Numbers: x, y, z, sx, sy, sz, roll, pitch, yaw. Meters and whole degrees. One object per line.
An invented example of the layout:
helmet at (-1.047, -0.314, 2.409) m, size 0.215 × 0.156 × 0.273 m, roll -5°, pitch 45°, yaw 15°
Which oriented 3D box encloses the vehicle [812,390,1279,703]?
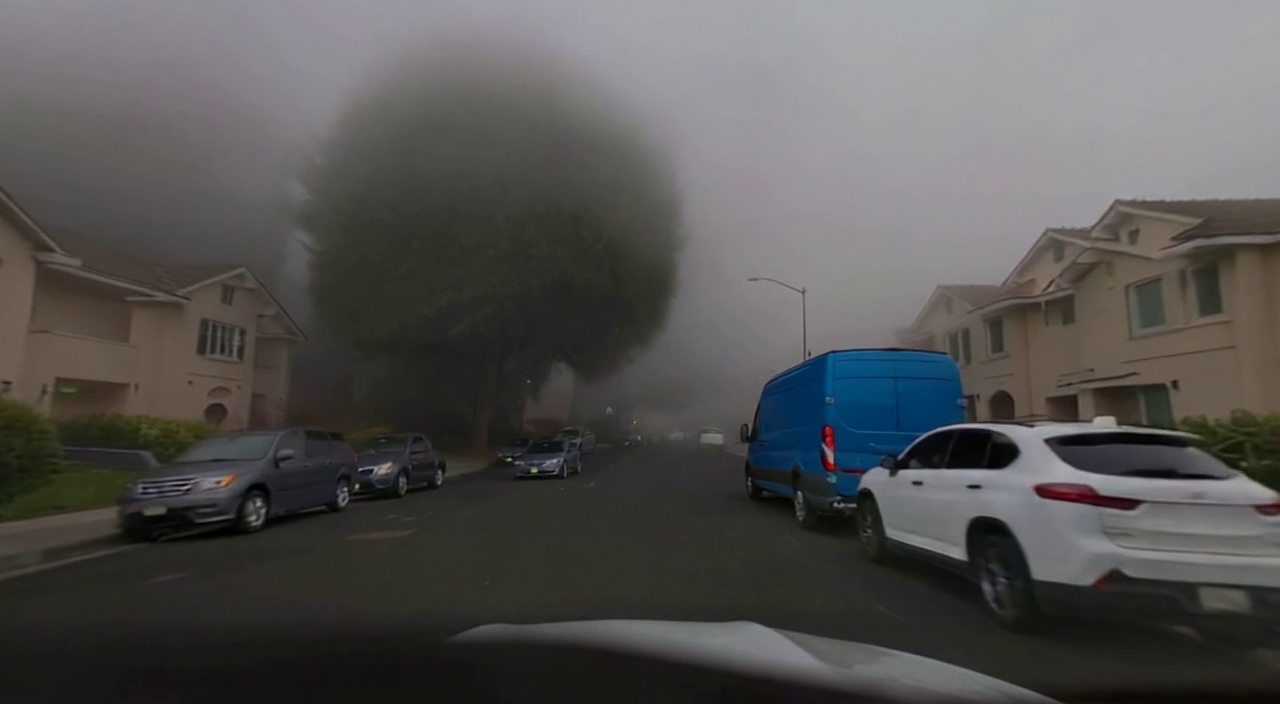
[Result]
vehicle at (2.984, 1.228, 5.239) m, size 1.955 × 1.500 × 4.410 m, roll 0°, pitch -8°, yaw 1°

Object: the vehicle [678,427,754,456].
vehicle at (4.725, 5.574, 39.226) m, size 4.317 × 1.453 × 1.889 m, roll 0°, pitch -8°, yaw -29°

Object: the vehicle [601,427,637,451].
vehicle at (-1.569, 6.747, 49.120) m, size 1.953 × 1.550 × 4.142 m, roll -5°, pitch -7°, yaw 8°

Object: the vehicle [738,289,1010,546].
vehicle at (3.296, 1.183, 10.835) m, size 2.317 × 3.096 × 6.383 m, roll 0°, pitch -8°, yaw 2°

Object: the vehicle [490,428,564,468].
vehicle at (-4.571, 3.950, 26.100) m, size 1.941 × 1.515 × 3.995 m, roll -1°, pitch -8°, yaw 6°

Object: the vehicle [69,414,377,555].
vehicle at (-5.653, 1.739, 9.218) m, size 1.834 × 1.532 × 3.628 m, roll 3°, pitch -6°, yaw 3°
